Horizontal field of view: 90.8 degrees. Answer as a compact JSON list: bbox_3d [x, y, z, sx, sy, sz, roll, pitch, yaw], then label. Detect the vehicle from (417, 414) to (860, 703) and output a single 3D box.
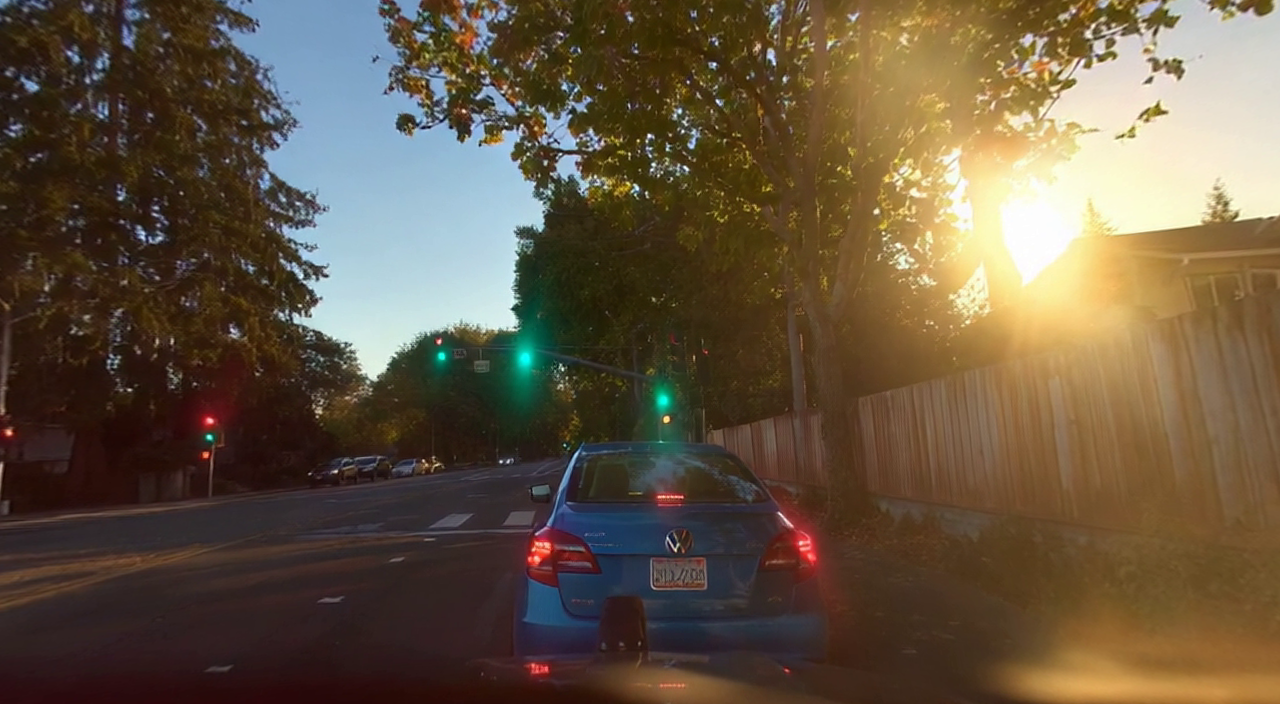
[{"bbox_3d":[-0.154,1.317,4.783,2.024,1.502,3.702,1,-9,-5],"label":"vehicle"}]
